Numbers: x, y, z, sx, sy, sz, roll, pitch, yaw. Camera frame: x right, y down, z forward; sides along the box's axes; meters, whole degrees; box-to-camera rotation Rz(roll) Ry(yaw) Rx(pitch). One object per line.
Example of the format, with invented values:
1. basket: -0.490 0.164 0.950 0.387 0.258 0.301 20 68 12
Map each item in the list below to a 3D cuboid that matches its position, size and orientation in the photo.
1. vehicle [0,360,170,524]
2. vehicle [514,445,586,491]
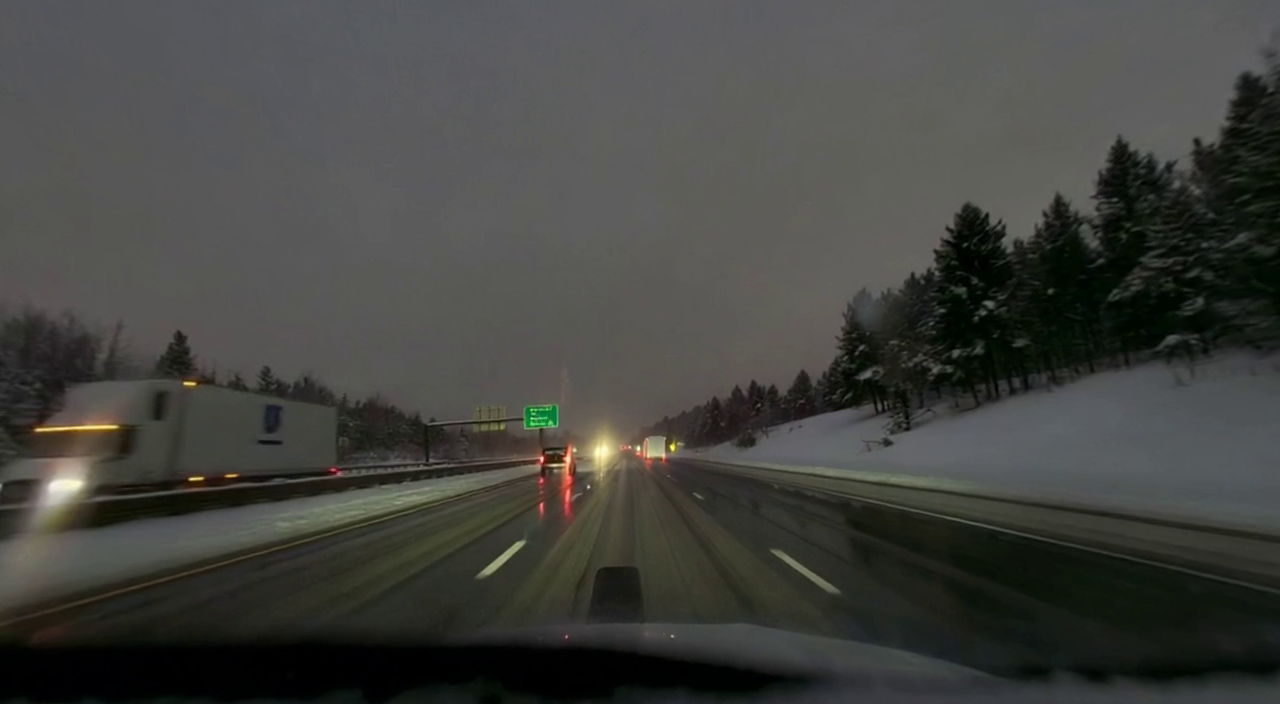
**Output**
1. vehicle: -16.885 2.531 17.413 3.011 3.895 5.853 0 -9 -1
2. vehicle: -3.245 4.279 23.502 2.100 1.525 4.179 0 -9 0
